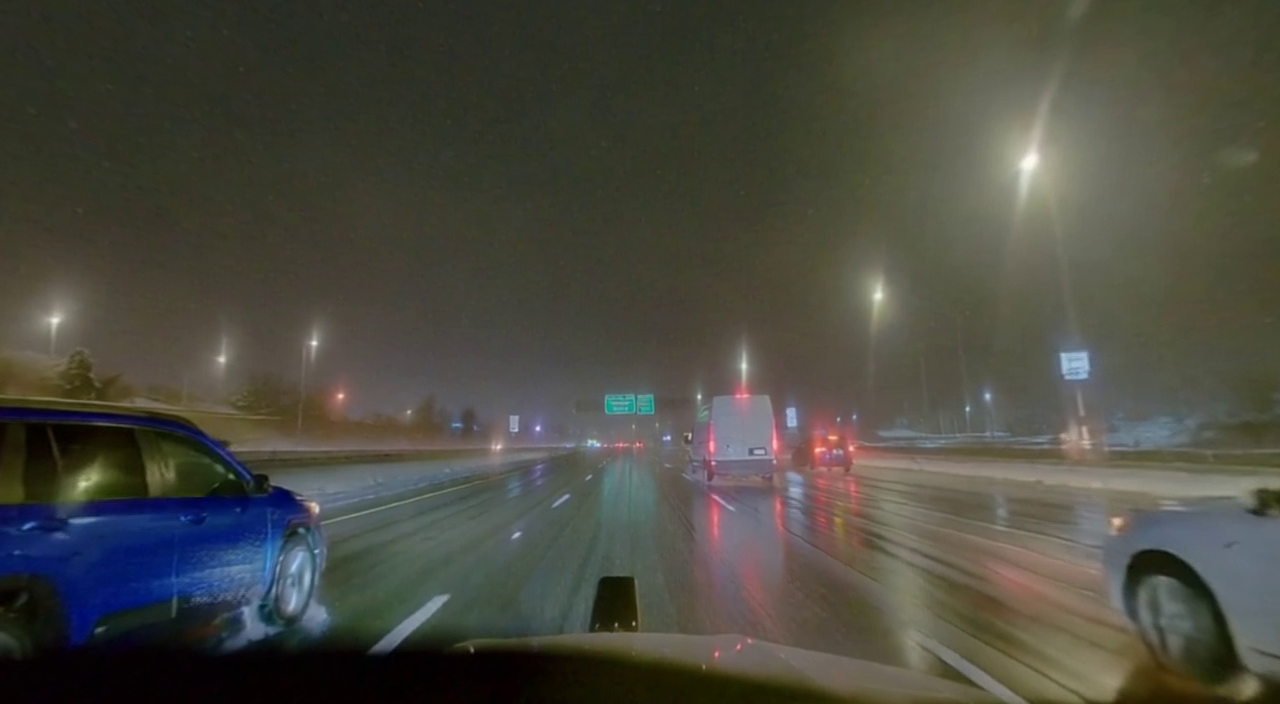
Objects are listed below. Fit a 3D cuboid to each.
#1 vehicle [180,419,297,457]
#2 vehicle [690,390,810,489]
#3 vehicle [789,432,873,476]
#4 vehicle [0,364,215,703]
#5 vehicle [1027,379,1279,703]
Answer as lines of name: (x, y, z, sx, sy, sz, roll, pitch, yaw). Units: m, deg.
vehicle: (-18.091, 3.938, 28.828, 2.044, 1.573, 4.964, 0, -8, 1)
vehicle: (3.313, 2.903, 20.931, 2.629, 2.718, 6.740, 0, -8, -1)
vehicle: (7.614, 4.115, 25.613, 1.978, 1.621, 4.320, 0, -8, -1)
vehicle: (-3.863, 0.777, 2.084, 2.000, 1.646, 4.201, 0, -8, -1)
vehicle: (3.637, 0.729, 1.573, 2.108, 1.509, 5.059, 0, -8, -1)
